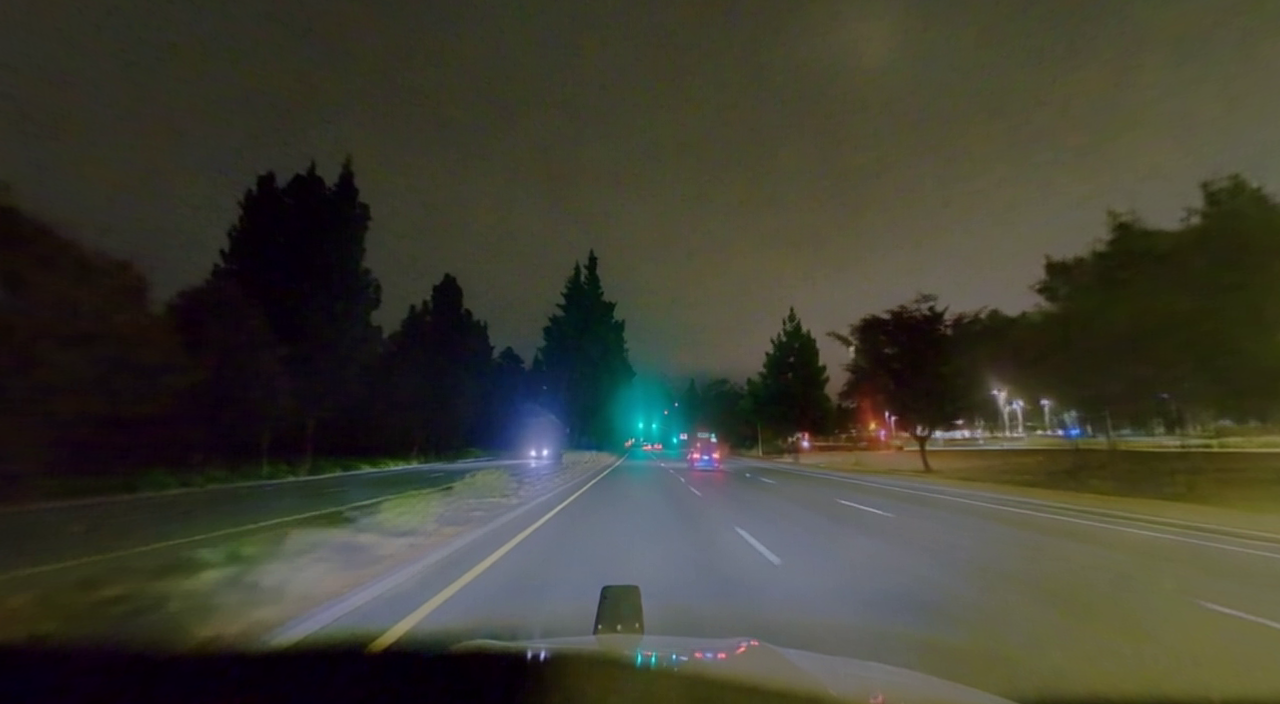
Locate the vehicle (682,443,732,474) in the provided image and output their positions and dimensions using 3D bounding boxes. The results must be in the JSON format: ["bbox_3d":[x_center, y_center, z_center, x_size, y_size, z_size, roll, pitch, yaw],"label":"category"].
[{"bbox_3d":[3.344,5.409,32.314,2.056,1.483,4.091,0,-8,-1],"label":"vehicle"}]
